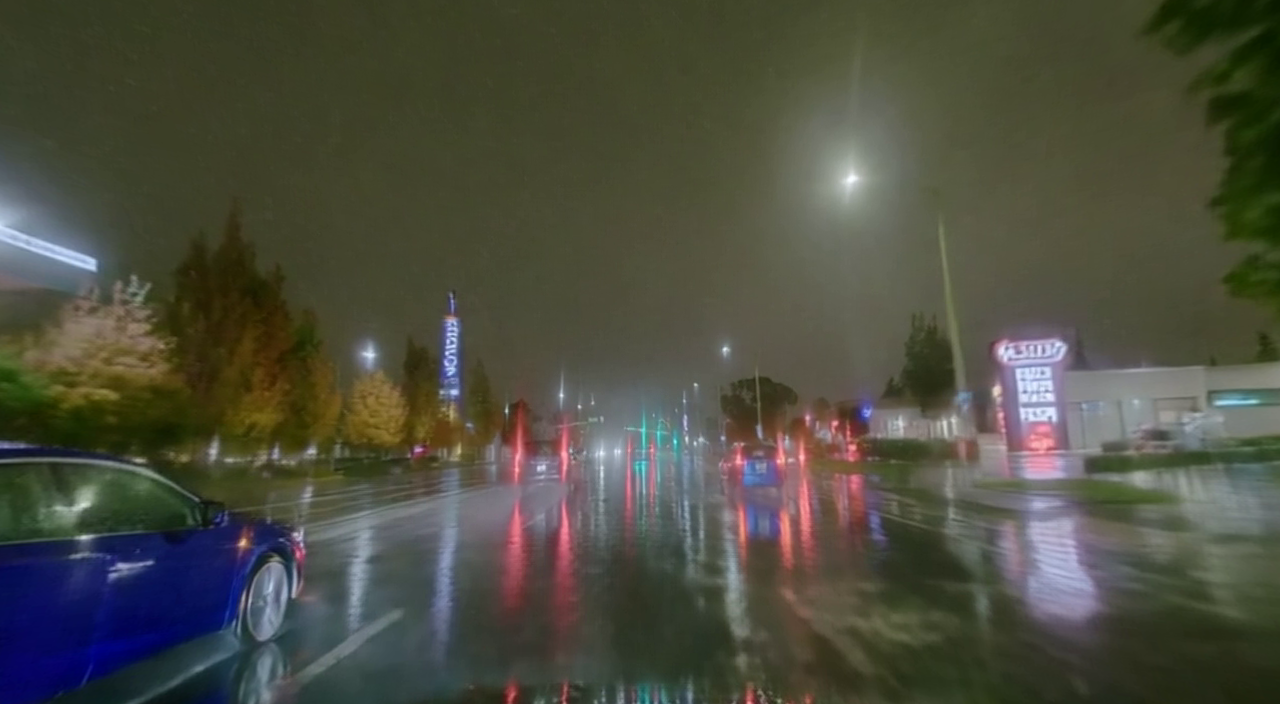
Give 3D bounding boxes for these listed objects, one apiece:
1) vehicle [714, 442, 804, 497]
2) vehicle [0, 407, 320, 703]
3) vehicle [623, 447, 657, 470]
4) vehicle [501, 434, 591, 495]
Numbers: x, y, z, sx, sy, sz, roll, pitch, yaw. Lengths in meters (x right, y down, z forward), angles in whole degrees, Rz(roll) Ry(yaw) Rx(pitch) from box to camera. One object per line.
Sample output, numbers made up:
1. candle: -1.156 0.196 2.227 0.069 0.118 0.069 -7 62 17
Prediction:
1. vehicle: 3.531 3.582 19.591 1.904 1.490 4.299 0 -9 -1
2. vehicle: -3.149 0.876 1.804 1.956 1.460 4.802 0 -9 0
3. vehicle: 0.001 6.923 41.172 2.069 1.445 3.965 0 -9 0
4. vehicle: -2.959 3.660 20.898 2.193 1.788 4.603 0 -9 1
